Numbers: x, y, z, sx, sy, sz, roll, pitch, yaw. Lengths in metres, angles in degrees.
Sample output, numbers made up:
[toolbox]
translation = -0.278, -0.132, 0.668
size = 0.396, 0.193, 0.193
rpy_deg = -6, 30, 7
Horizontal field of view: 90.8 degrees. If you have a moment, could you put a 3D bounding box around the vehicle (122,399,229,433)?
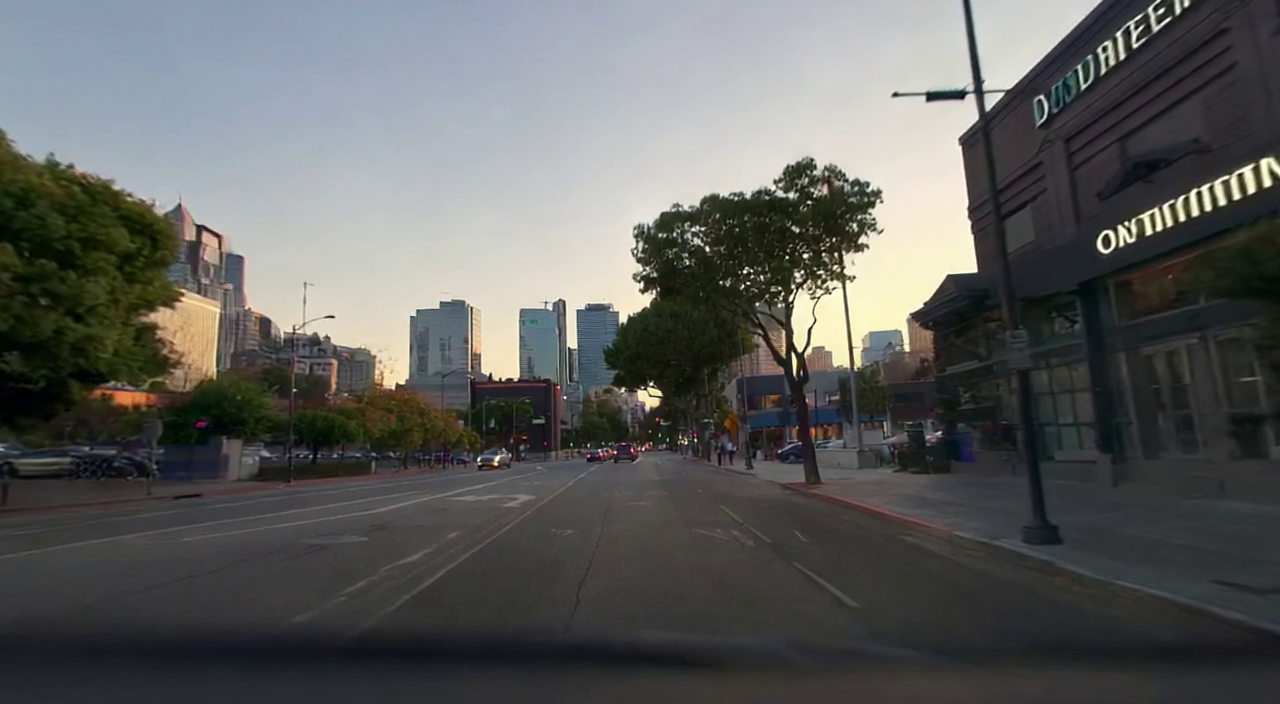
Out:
[vehicle]
translation = -25.594, 3.564, 34.903
size = 4.397, 1.760, 1.971
rpy_deg = -1, -8, 5
